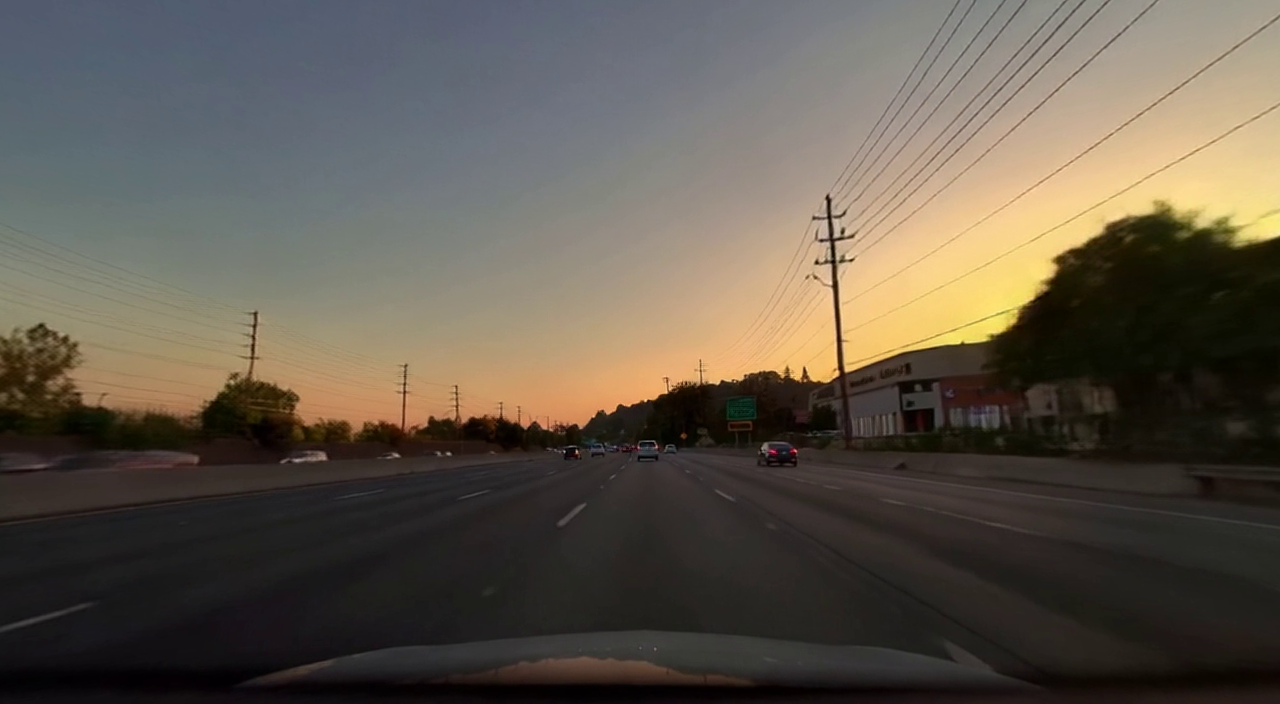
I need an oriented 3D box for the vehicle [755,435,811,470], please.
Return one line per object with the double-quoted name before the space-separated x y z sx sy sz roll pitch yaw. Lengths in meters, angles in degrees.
"vehicle" 7.649 5.418 34.121 1.937 1.698 4.322 0 -8 -1
